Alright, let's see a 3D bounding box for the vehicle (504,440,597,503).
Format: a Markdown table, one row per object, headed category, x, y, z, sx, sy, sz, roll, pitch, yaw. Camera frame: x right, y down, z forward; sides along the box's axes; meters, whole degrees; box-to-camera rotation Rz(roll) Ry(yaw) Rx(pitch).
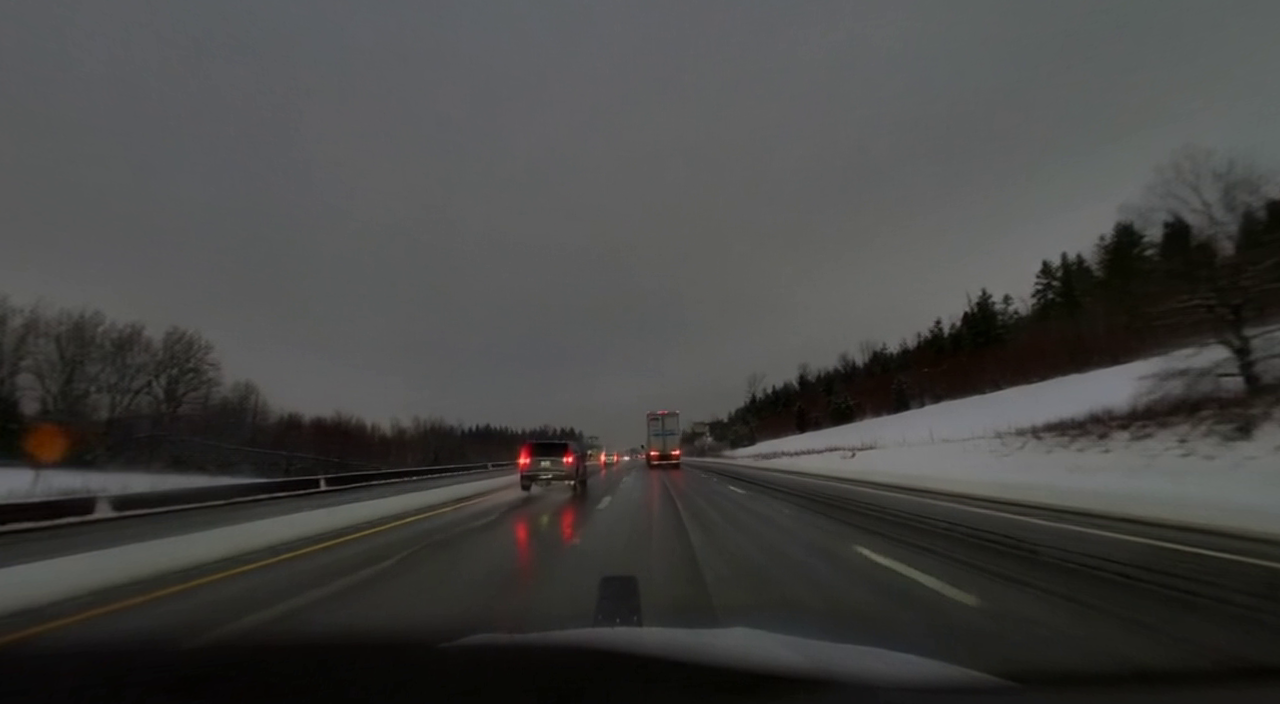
| category | x | y | z | sx | sy | sz | roll | pitch | yaw |
| --- | --- | --- | --- | --- | --- | --- | --- | --- | --- |
| vehicle | -2.572 | 3.573 | 19.155 | 2.160 | 1.691 | 4.243 | -1 | -9 | 1 |
